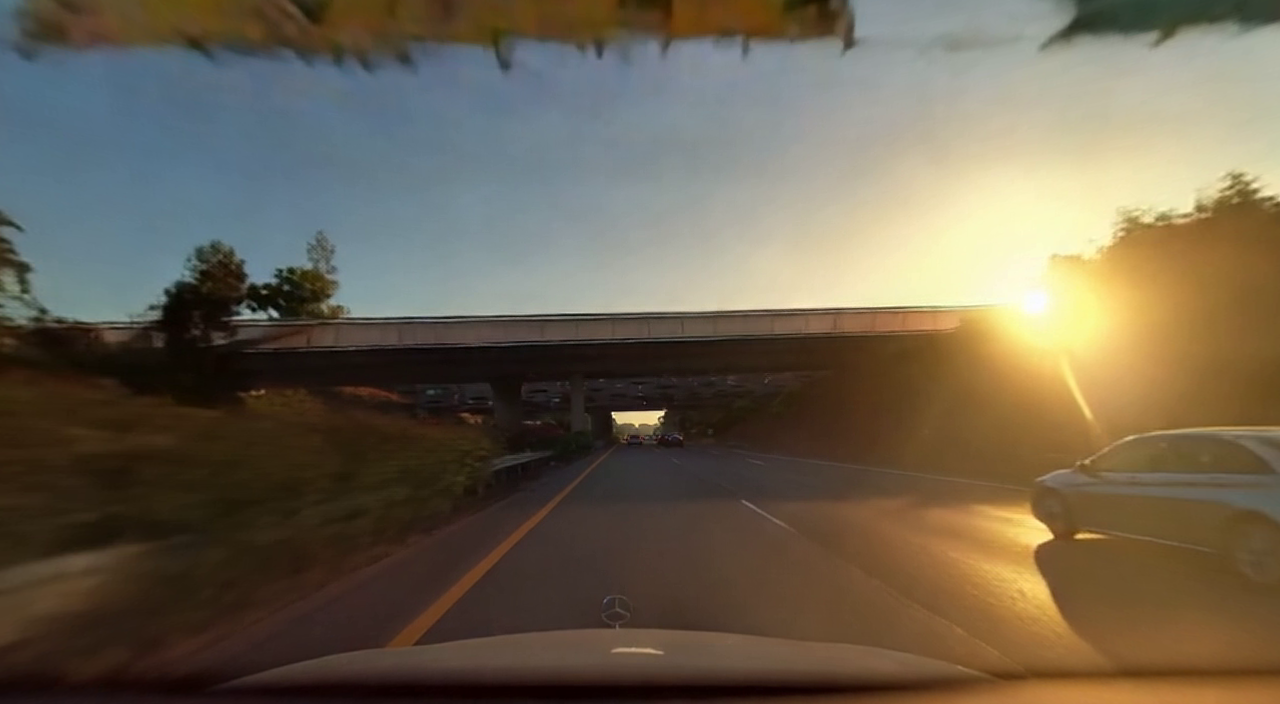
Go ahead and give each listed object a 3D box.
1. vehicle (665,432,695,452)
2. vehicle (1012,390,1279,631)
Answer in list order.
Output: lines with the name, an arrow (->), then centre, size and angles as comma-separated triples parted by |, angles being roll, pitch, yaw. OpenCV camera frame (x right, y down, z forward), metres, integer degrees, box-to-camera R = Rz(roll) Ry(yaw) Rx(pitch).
vehicle -> 3.059, 7.041, 49.213 | 1.981, 1.490, 3.449 | 0, -8, -3
vehicle -> 5.180, 1.144, 4.898 | 1.940, 1.578, 4.122 | 0, -8, -2
